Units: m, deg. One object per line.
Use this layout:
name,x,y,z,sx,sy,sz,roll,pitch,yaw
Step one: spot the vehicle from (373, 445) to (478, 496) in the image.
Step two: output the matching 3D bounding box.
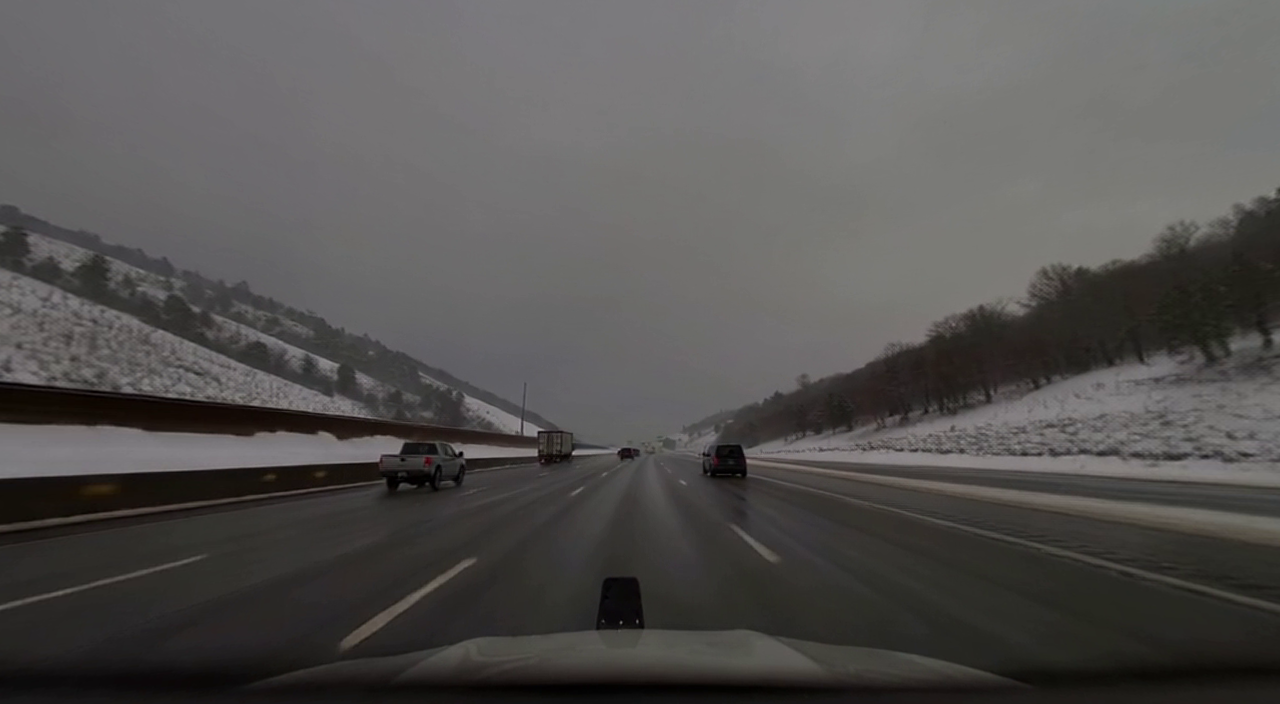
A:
vehicle,-7.223,4.023,21.842,1.935,1.550,4.883,0,-9,0

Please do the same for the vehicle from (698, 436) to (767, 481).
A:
vehicle,3.901,4.602,27.399,2.231,1.789,4.700,0,-9,0
